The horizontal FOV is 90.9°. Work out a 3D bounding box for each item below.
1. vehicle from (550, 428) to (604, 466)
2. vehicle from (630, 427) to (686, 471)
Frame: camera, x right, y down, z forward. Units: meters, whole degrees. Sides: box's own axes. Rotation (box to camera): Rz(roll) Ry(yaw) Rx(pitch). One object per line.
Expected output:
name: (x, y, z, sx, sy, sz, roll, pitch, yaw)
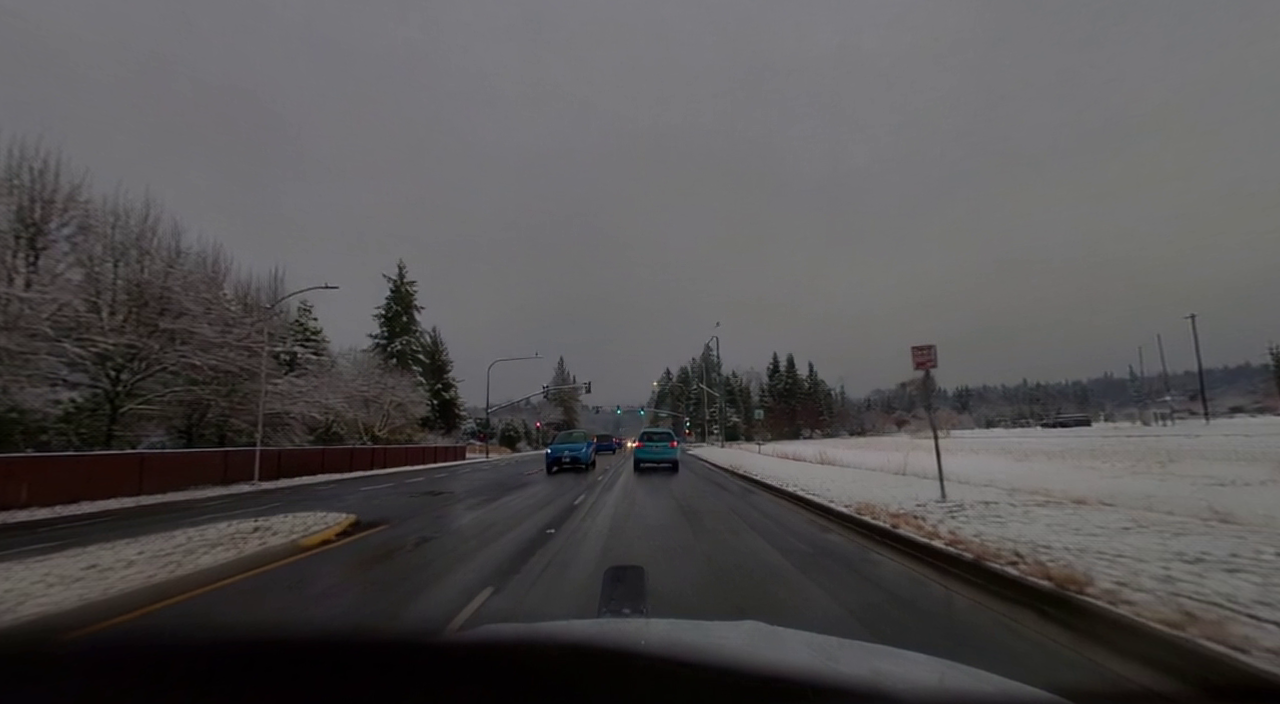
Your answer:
vehicle: (-3.069, 4.737, 31.536, 2.190, 1.766, 4.394, 0, -8, 1)
vehicle: (0.712, 4.031, 26.221, 2.127, 1.665, 3.993, 0, -8, 1)
